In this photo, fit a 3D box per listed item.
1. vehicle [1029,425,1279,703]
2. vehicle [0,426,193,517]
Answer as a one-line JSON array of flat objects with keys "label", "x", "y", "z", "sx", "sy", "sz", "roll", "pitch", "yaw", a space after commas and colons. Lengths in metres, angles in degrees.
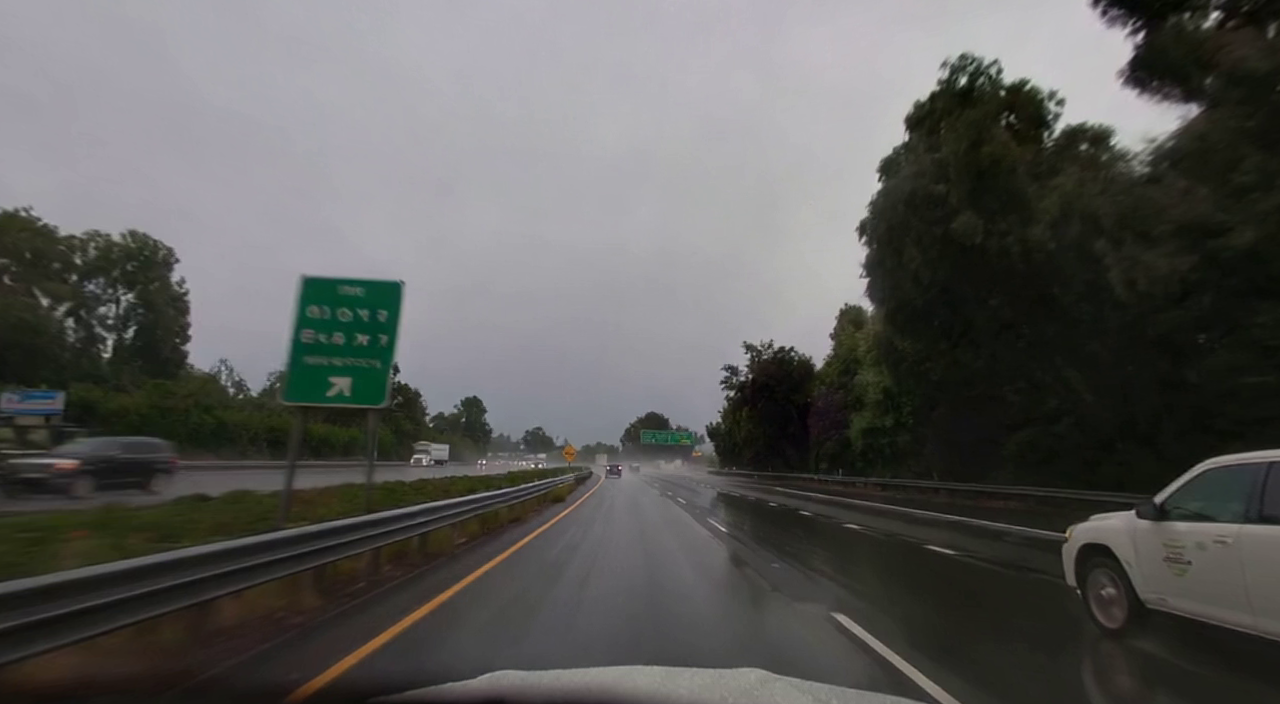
[{"label": "vehicle", "x": 4.124, "y": 1.056, "z": 2.663, "sx": 1.965, "sy": 1.502, "sz": 4.599, "roll": 1, "pitch": -10, "yaw": 0}, {"label": "vehicle", "x": -12.926, "y": 2.693, "z": 14.389, "sx": 1.975, "sy": 1.722, "sz": 4.535, "roll": 1, "pitch": -10, "yaw": 0}]
